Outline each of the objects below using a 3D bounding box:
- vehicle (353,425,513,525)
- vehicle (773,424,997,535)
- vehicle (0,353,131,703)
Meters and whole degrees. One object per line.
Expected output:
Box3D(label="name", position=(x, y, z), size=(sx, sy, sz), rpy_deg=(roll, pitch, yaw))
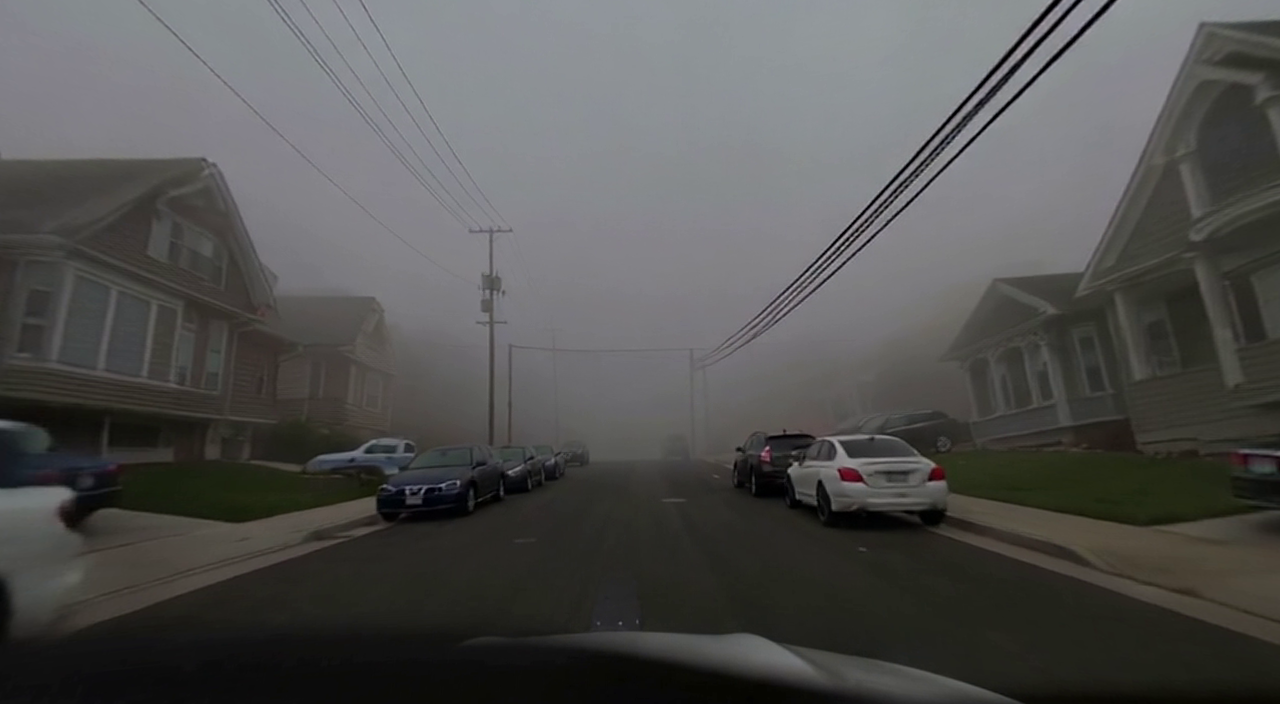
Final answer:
Box3D(label="vehicle", position=(-4.283, 2.666, 14.008), size=(2.031, 1.708, 4.746), rpy_deg=(-3, -10, -1))
Box3D(label="vehicle", position=(3.639, 1.999, 10.480), size=(2.083, 1.407, 4.506), rpy_deg=(-1, -9, 3))
Box3D(label="vehicle", position=(-4.001, 0.722, 1.260), size=(2.030, 1.733, 4.925), rpy_deg=(-3, -7, -2))
